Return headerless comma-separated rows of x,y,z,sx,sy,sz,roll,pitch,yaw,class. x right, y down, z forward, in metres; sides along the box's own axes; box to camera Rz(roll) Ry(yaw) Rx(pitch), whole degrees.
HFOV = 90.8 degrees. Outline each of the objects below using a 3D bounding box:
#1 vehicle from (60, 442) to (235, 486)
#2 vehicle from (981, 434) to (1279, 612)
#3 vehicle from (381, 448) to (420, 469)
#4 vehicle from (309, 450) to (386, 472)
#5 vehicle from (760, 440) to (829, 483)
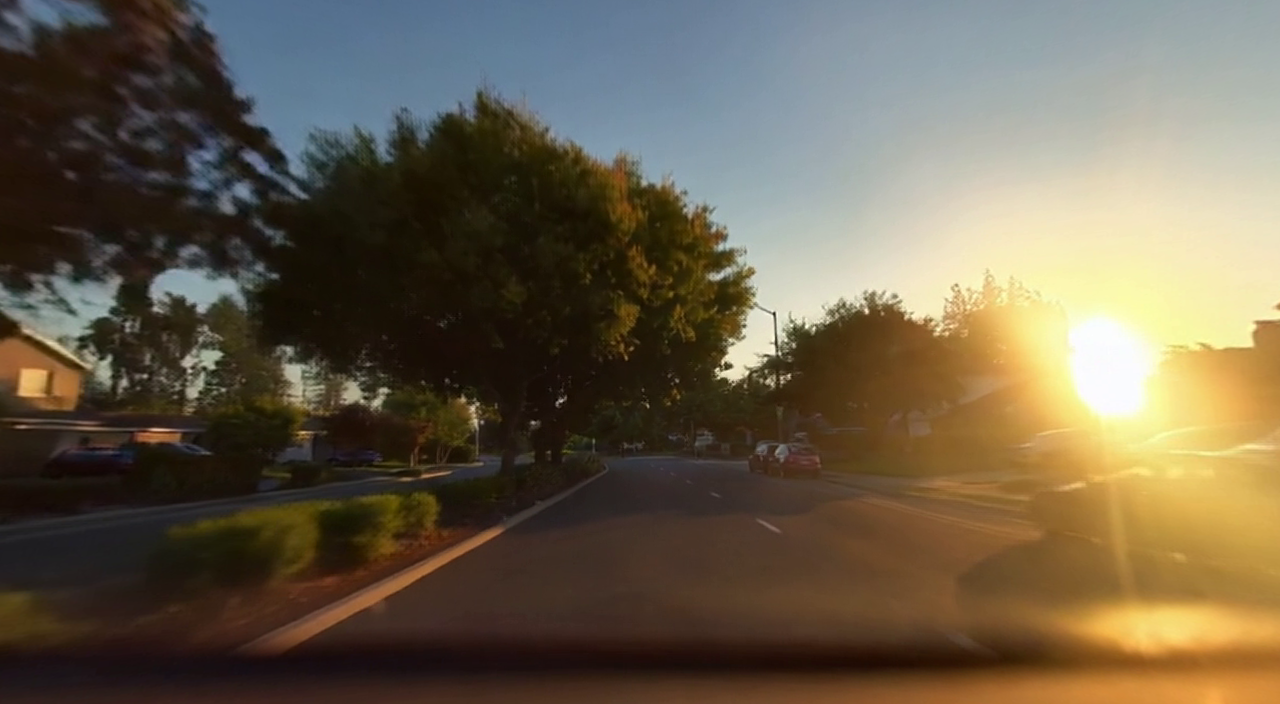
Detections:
-21.141,4.804,27.340,5.659,1.769,2.073,0,-9,-3,vehicle
6.463,1.761,7.395,2.042,1.511,5.029,0,-9,-1,vehicle
-18.732,8.337,49.600,1.998,1.492,4.660,1,-9,-11,vehicle
-20.099,7.481,43.560,4.367,1.466,1.980,0,-9,-3,vehicle
6.761,4.841,28.194,1.996,1.745,4.556,0,-9,1,vehicle
